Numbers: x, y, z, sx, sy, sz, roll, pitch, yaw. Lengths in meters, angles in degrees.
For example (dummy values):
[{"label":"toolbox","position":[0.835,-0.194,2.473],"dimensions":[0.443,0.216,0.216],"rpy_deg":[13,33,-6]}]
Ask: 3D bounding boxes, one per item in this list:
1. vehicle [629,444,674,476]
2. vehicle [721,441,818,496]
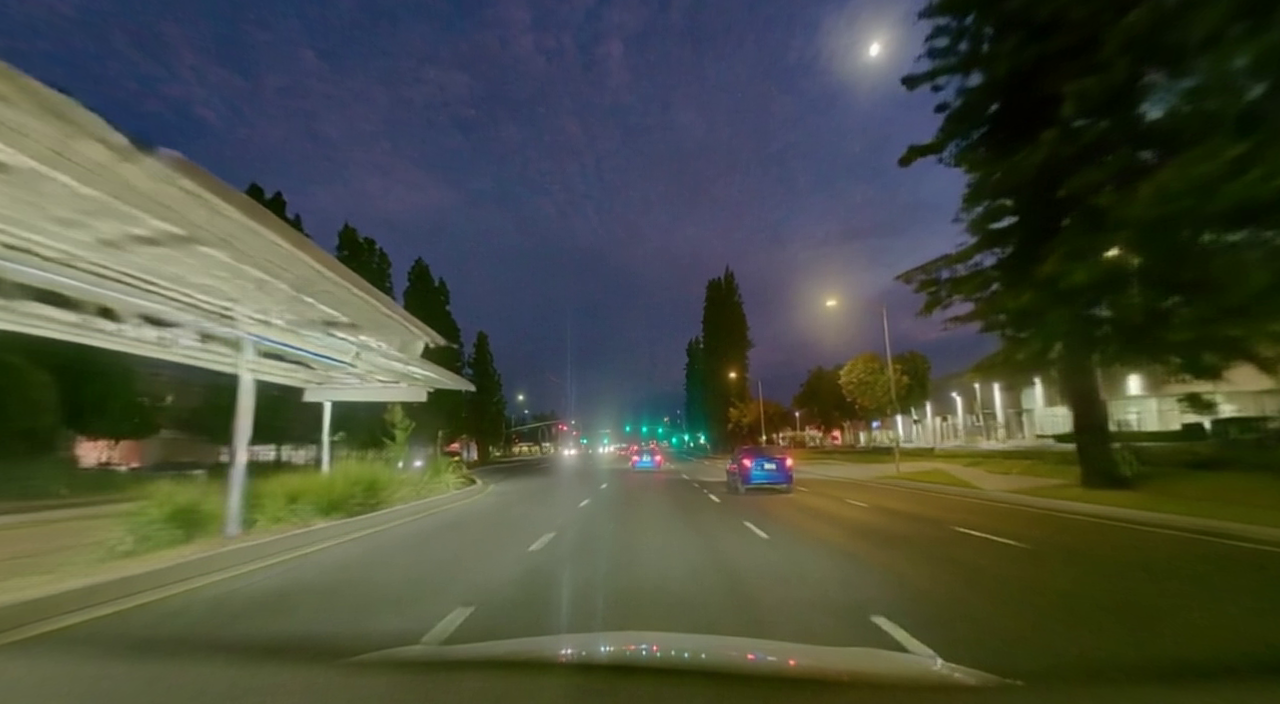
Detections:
[{"label":"vehicle","position":[0.575,5.510,32.331],"dimensions":[2.144,1.505,4.128],"rpy_deg":[0,-9,0]},{"label":"vehicle","position":[3.876,3.577,19.729],"dimensions":[2.067,1.497,4.327],"rpy_deg":[0,-9,0]}]
